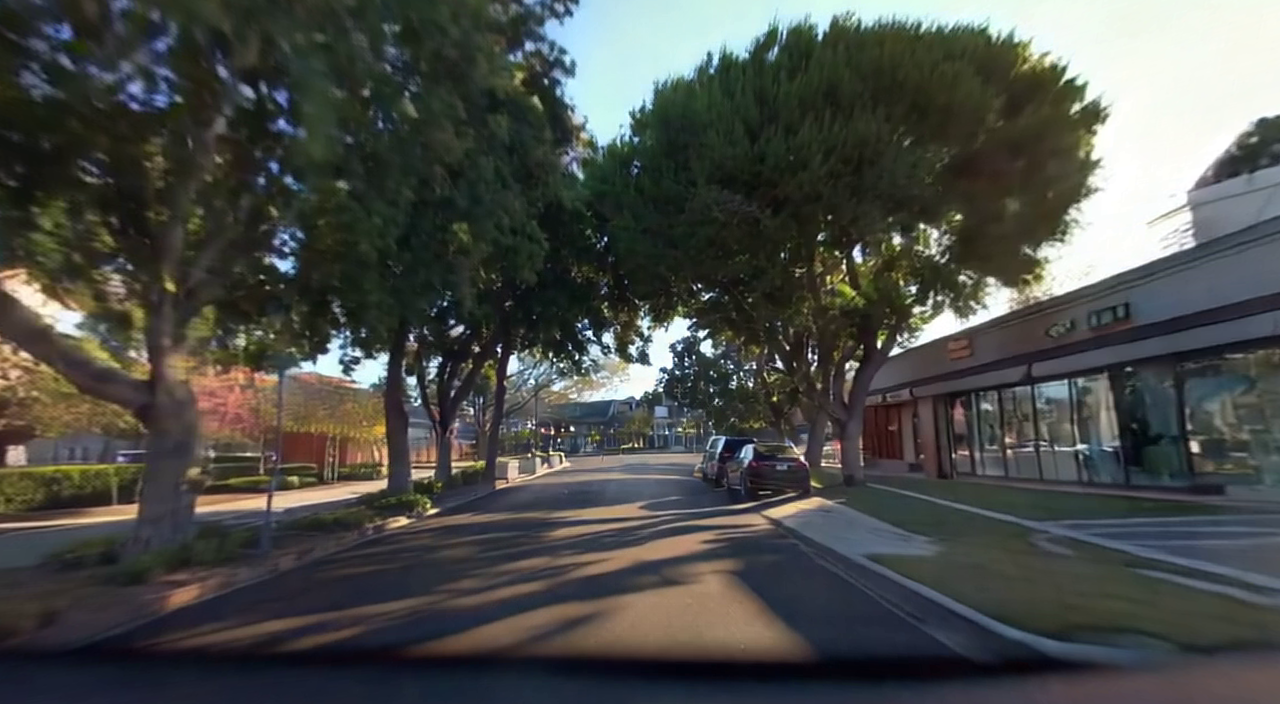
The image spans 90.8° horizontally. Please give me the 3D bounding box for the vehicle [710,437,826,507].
[{"bbox_3d":[3.113,3.028,16.417,2.064,1.532,4.596,0,-9,0],"label":"vehicle"}]

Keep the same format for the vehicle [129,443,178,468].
[{"bbox_3d":[-36.943,7.829,47.922,2.419,1.687,4.157,9,-11,-42],"label":"vehicle"}]
